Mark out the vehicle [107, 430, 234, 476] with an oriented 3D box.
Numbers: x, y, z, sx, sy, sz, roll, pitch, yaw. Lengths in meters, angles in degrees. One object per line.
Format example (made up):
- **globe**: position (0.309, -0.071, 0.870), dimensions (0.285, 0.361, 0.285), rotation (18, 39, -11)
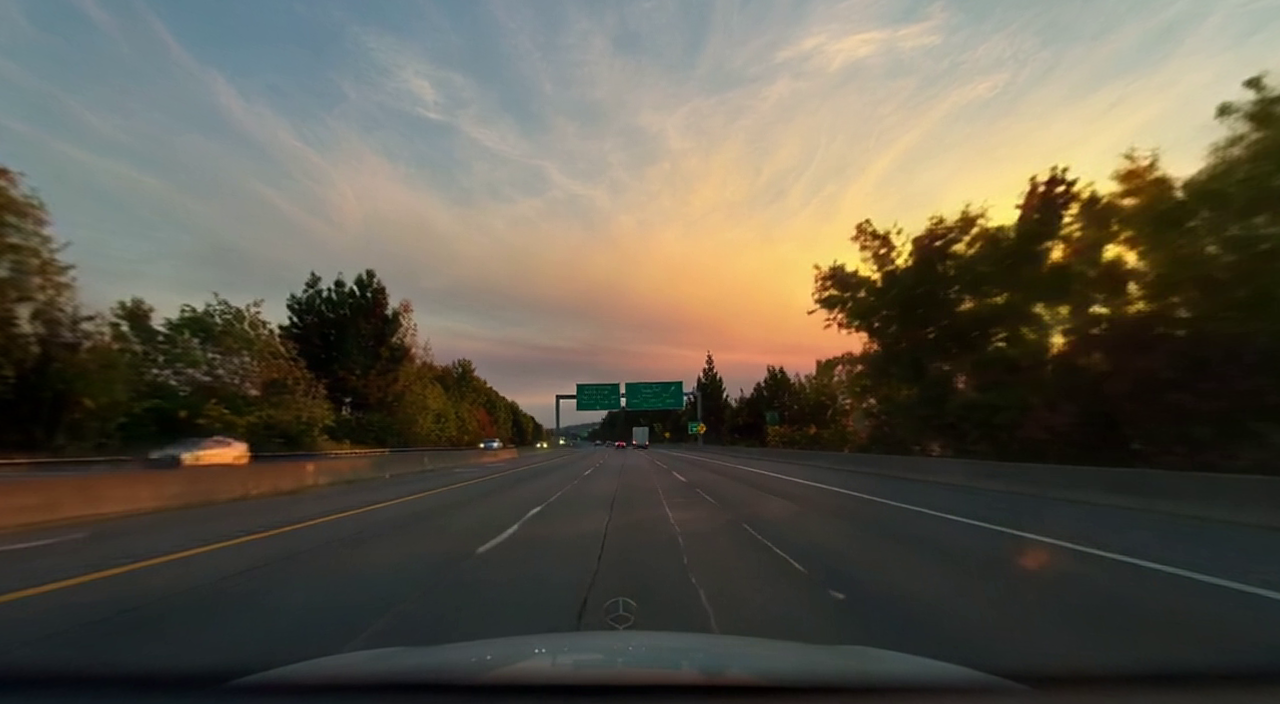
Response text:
- **vehicle**: position (-21.639, 4.649, 29.331), dimensions (2.025, 1.927, 5.109), rotation (0, -8, -1)
